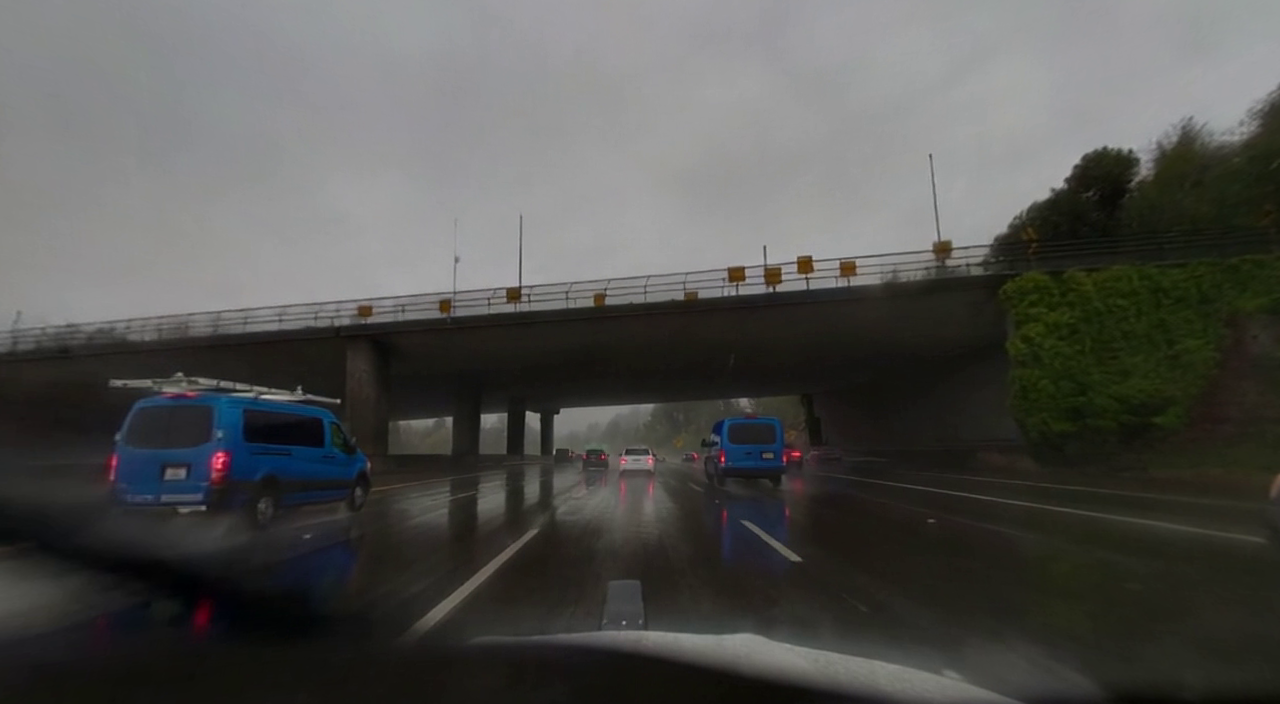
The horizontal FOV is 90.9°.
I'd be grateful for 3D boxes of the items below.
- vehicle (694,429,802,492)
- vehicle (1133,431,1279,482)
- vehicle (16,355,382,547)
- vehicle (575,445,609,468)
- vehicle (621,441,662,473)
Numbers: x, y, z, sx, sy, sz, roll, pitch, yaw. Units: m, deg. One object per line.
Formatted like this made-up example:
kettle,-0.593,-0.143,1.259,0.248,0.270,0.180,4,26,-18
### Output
vehicle,3.584,3.772,22.369,2.777,1.895,5.710,0,-8,0
vehicle,22.328,4.033,24.607,1.982,1.748,4.713,2,-9,-6
vehicle,-7.547,1.852,12.192,2.336,2.708,6.421,0,-8,0
vehicle,-3.313,7.209,43.816,1.970,1.483,4.071,0,-8,1
vehicle,0.093,5.699,34.446,2.115,1.617,4.102,0,-8,0
